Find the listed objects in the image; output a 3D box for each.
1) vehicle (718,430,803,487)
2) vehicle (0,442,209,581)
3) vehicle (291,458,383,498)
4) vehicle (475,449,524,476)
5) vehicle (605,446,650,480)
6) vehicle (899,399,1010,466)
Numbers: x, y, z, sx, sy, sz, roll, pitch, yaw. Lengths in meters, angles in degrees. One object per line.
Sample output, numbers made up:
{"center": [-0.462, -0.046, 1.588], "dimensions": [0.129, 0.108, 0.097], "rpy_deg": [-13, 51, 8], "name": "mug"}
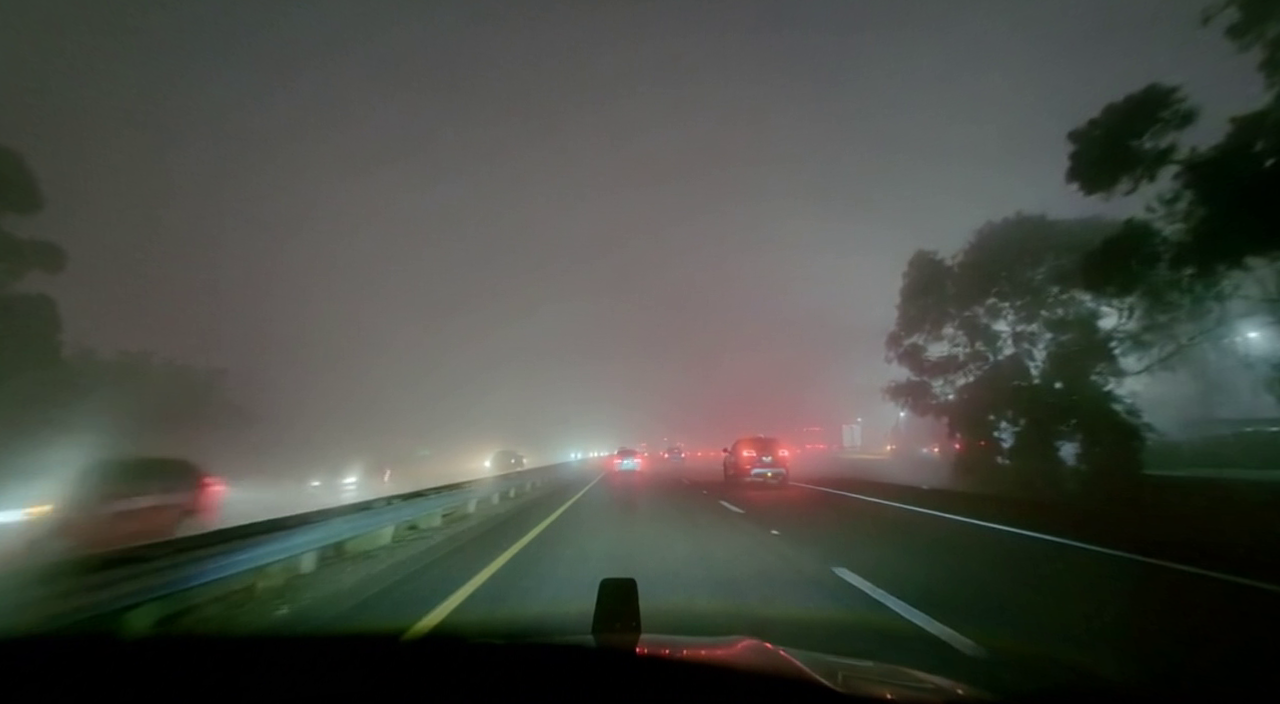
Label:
{"center": [4.488, 4.082, 24.191], "dimensions": [2.261, 1.952, 4.784], "rpy_deg": [0, -9, -1], "name": "vehicle"}
{"center": [-8.911, 2.203, 9.203], "dimensions": [2.020, 1.686, 4.335], "rpy_deg": [0, -9, 0], "name": "vehicle"}
{"center": [-12.928, 5.379, 27.080], "dimensions": [1.884, 1.502, 4.159], "rpy_deg": [0, -9, 0], "name": "vehicle"}
{"center": [-9.254, 7.325, 41.708], "dimensions": [2.063, 1.683, 4.605], "rpy_deg": [-1, -9, 1], "name": "vehicle"}
{"center": [-0.593, 5.318, 30.269], "dimensions": [2.029, 1.483, 3.769], "rpy_deg": [0, -9, 0], "name": "vehicle"}
{"center": [22.319, 6.064, 45.726], "dimensions": [2.890, 4.108, 13.635], "rpy_deg": [-2, -9, 8], "name": "vehicle"}
